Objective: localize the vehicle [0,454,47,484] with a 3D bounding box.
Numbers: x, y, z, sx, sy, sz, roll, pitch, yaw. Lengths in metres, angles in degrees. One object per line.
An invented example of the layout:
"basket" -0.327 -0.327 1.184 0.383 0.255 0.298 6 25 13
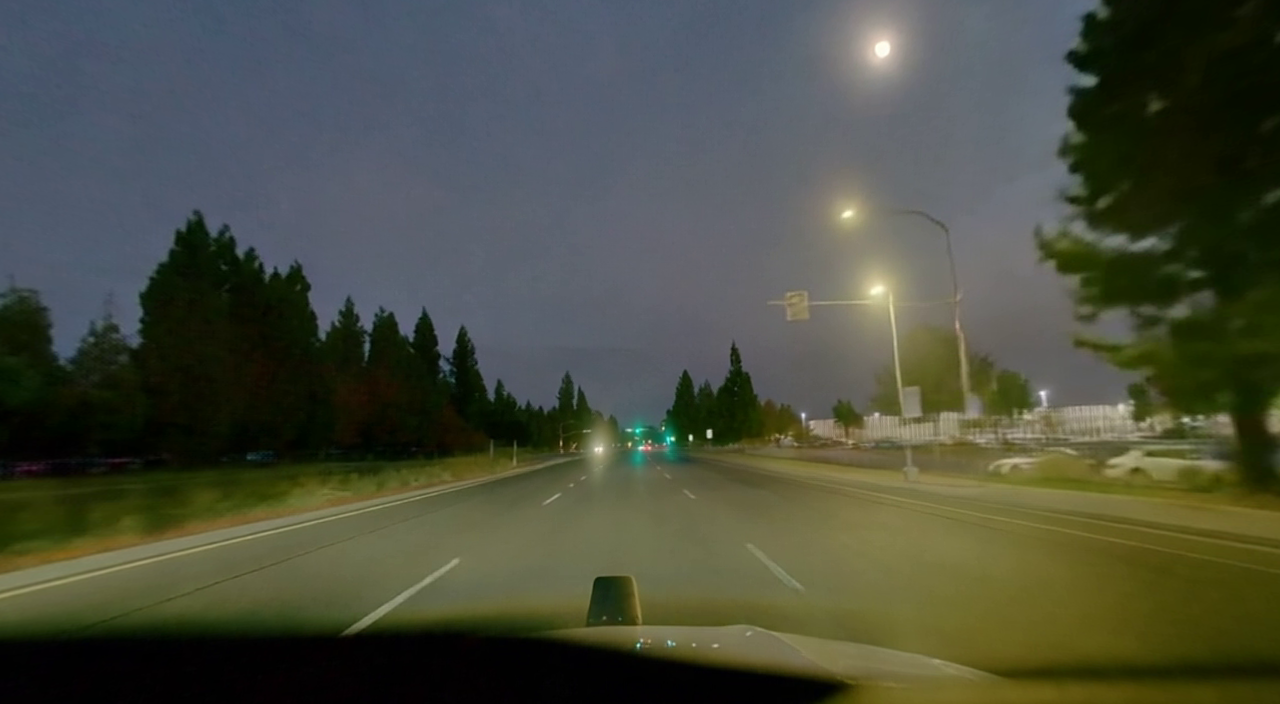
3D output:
"vehicle" -46.788 8.592 46.459 1.771 2.027 4.572 0 -8 1

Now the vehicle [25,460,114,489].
"vehicle" -35.414 7.607 39.265 4.028 1.534 1.716 -3 -9 3
